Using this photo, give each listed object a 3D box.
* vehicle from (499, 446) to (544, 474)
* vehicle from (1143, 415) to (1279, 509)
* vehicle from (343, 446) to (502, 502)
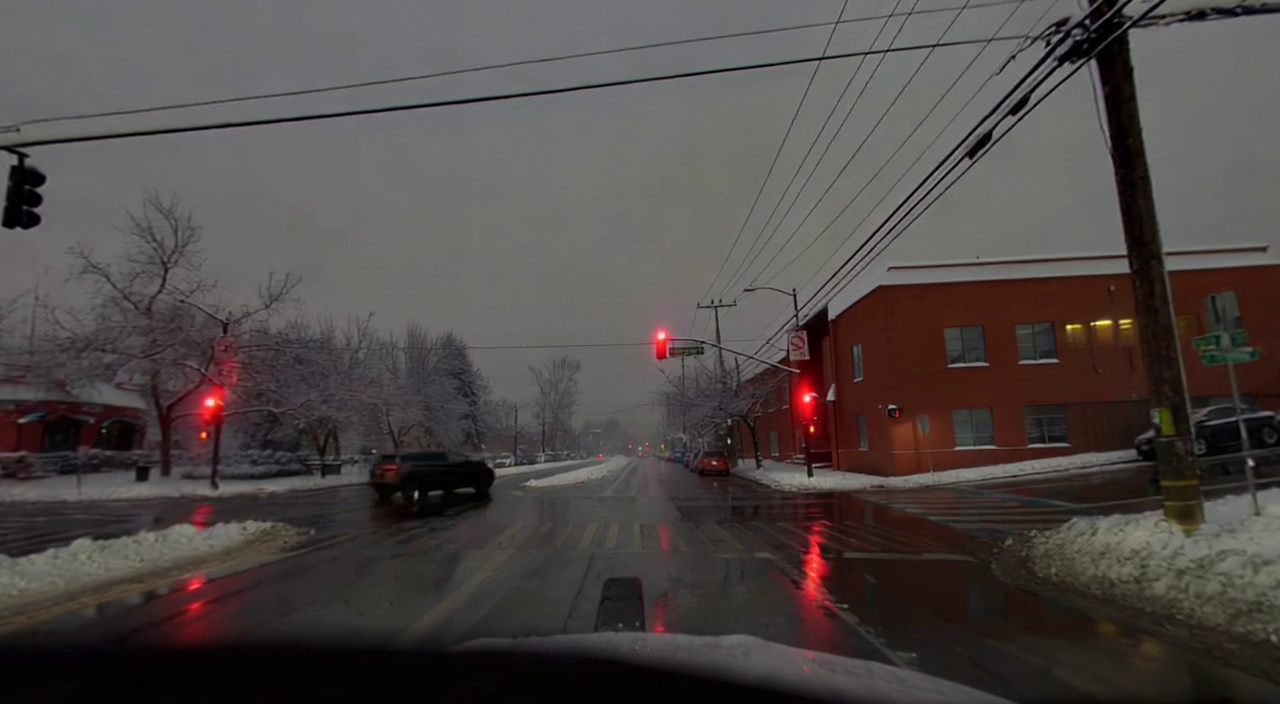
[{"bbox_3d":[-8.249,7.540,44.300,2.096,1.830,4.752,0,-9,2],"label":"vehicle"},{"bbox_3d":[12.712,2.201,12.799,3.234,1.746,1.941,0,-9,-2],"label":"vehicle"},{"bbox_3d":[-7.249,4.031,21.204,4.525,1.650,2.120,7,-11,-38],"label":"vehicle"}]
